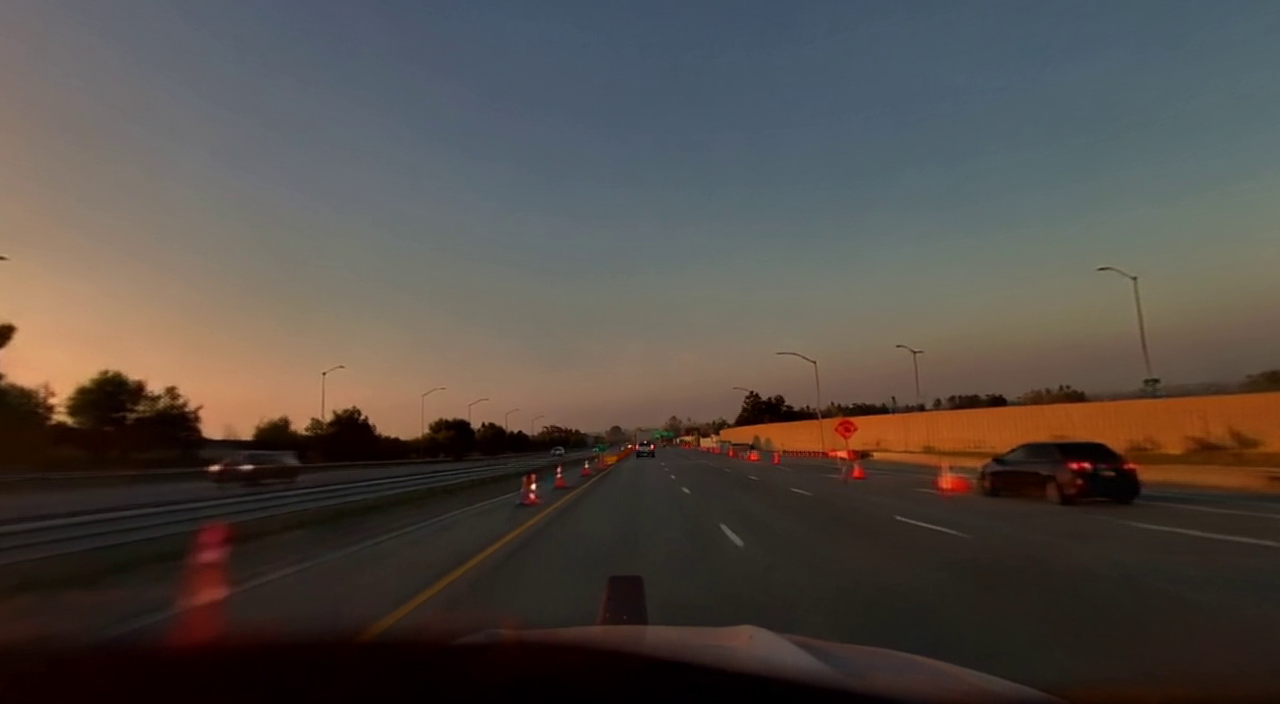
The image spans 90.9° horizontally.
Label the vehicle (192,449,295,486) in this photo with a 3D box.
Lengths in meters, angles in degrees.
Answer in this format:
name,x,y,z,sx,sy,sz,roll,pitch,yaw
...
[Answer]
name,x,y,z,sx,sy,sz,roll,pitch,yaw
vehicle,-20.124,5.861,32.339,1.977,1.701,4.917,0,-8,1
